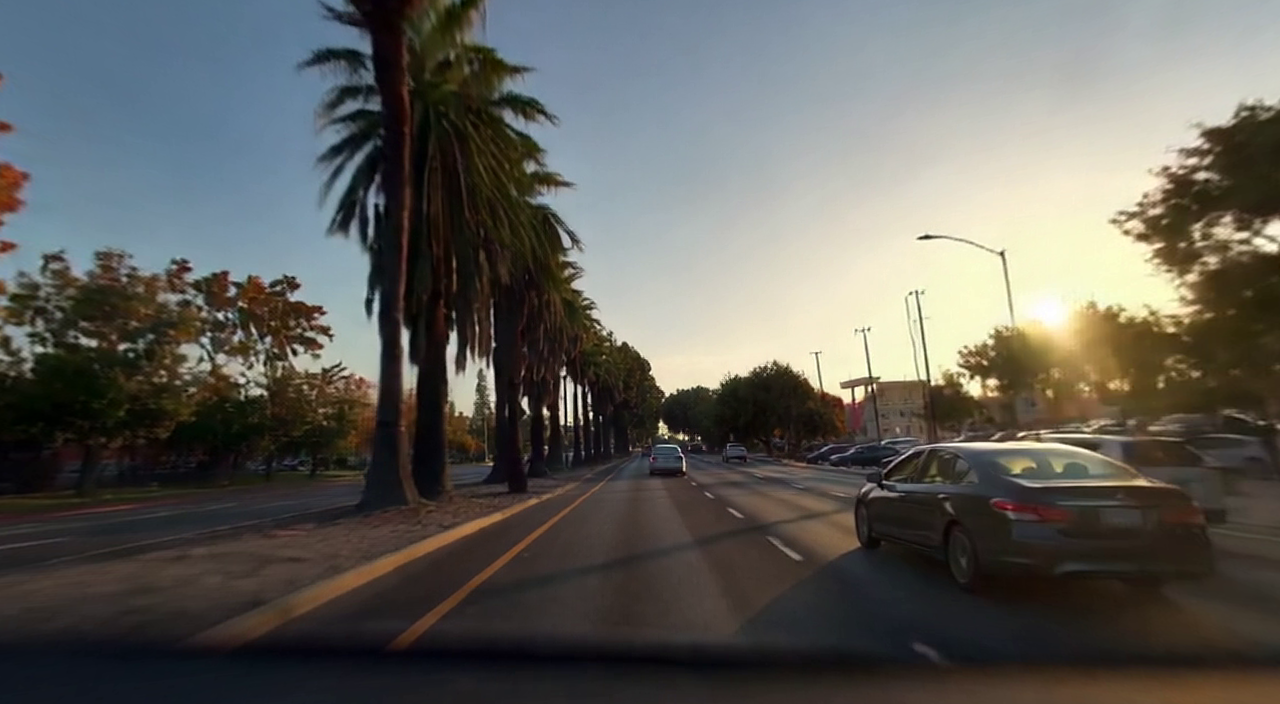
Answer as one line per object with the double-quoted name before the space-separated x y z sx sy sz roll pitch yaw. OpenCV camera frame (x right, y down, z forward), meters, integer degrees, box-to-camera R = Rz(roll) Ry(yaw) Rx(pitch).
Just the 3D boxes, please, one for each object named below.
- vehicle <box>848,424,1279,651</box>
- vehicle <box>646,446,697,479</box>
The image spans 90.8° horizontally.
"vehicle" 3.827 1.538 6.397 1.875 1.452 4.453 0 -8 -1
"vehicle" 1.410 5.210 30.138 2.031 1.444 4.361 0 -8 -3
